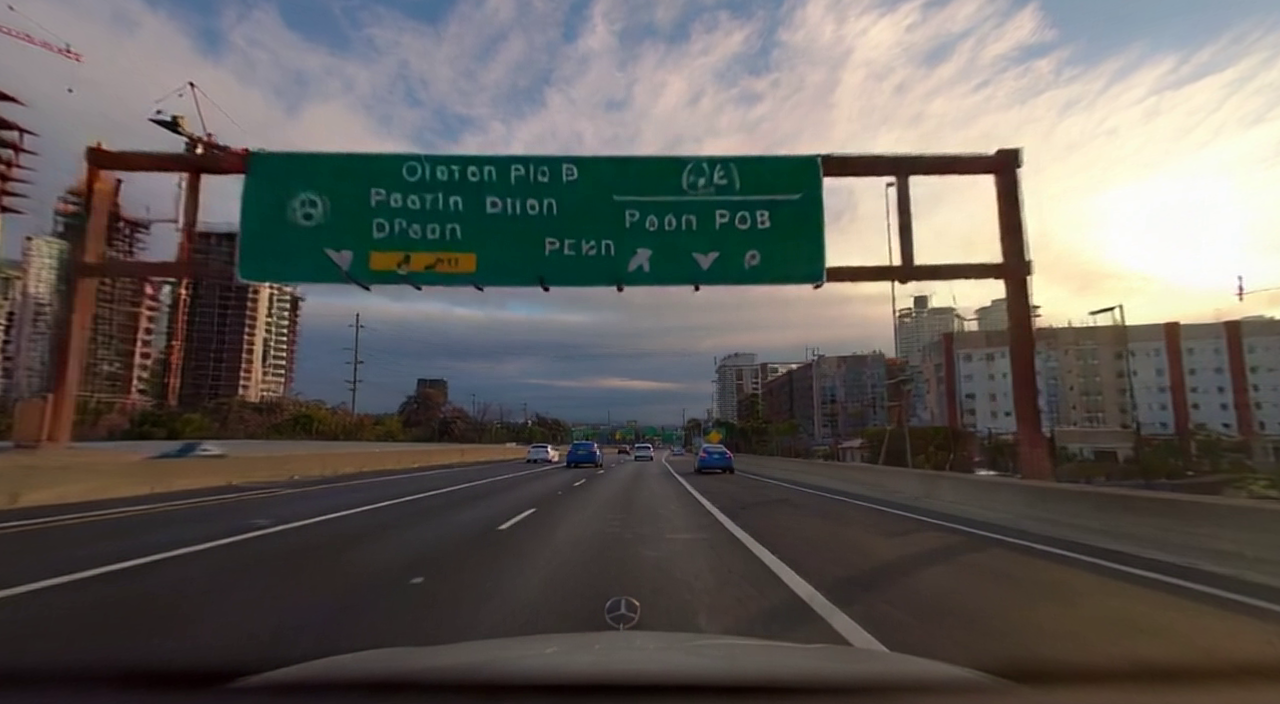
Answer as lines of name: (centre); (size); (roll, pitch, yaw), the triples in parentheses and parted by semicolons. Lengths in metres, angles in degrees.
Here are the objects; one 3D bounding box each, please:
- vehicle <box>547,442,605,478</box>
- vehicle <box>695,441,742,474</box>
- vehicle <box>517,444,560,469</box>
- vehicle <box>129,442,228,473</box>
vehicle: (-2.860, 4.961, 29.213); (2.136, 1.512, 4.488); (-1, -8, 1)
vehicle: (3.985, 5.413, 32.671); (1.978, 1.602, 4.092); (0, -8, 1)
vehicle: (-6.569, 6.829, 41.329); (1.951, 1.528, 4.209); (-1, -8, 3)
vehicle: (-26.863, 6.124, 37.021); (1.961, 1.662, 4.896); (-1, -9, 3)
